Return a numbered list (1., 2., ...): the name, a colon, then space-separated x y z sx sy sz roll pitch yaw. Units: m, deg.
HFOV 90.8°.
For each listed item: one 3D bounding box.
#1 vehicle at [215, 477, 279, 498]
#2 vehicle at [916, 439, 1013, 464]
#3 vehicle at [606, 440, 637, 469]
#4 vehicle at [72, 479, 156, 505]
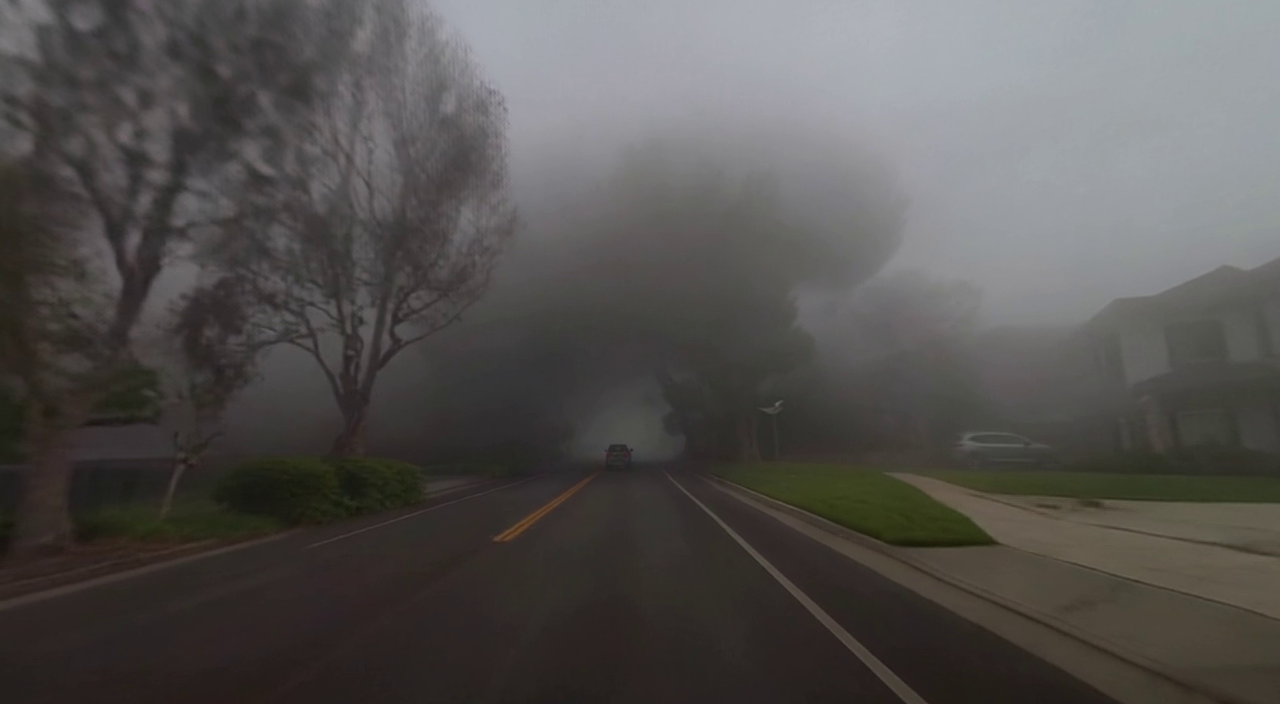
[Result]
1. vehicle: -29.542 10.205 47.558 3.675 1.432 1.636 0 -9 3
2. vehicle: 14.392 4.447 28.318 1.987 1.039 4.499 0 -9 0
3. vehicle: -1.360 7.682 47.642 2.210 2.023 4.663 0 -9 -1
4. vehicle: -31.057 8.248 37.318 3.502 1.310 1.729 -1 -8 5
